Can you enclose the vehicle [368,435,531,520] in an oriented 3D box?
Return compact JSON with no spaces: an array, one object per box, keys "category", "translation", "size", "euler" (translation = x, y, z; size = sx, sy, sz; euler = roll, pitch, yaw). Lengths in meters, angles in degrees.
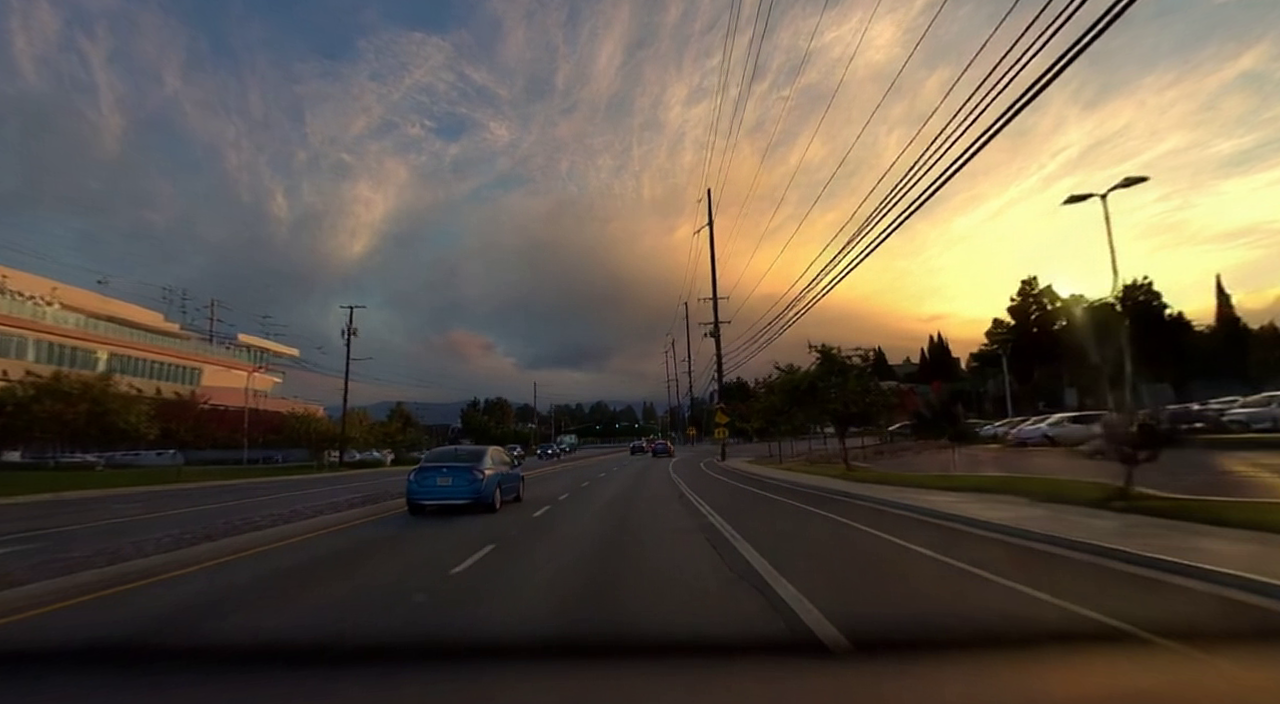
[{"category":"vehicle","translation":[-3.817,2.584,13.636],"size":[1.928,1.488,4.635],"euler":[0,-8,2]}]
